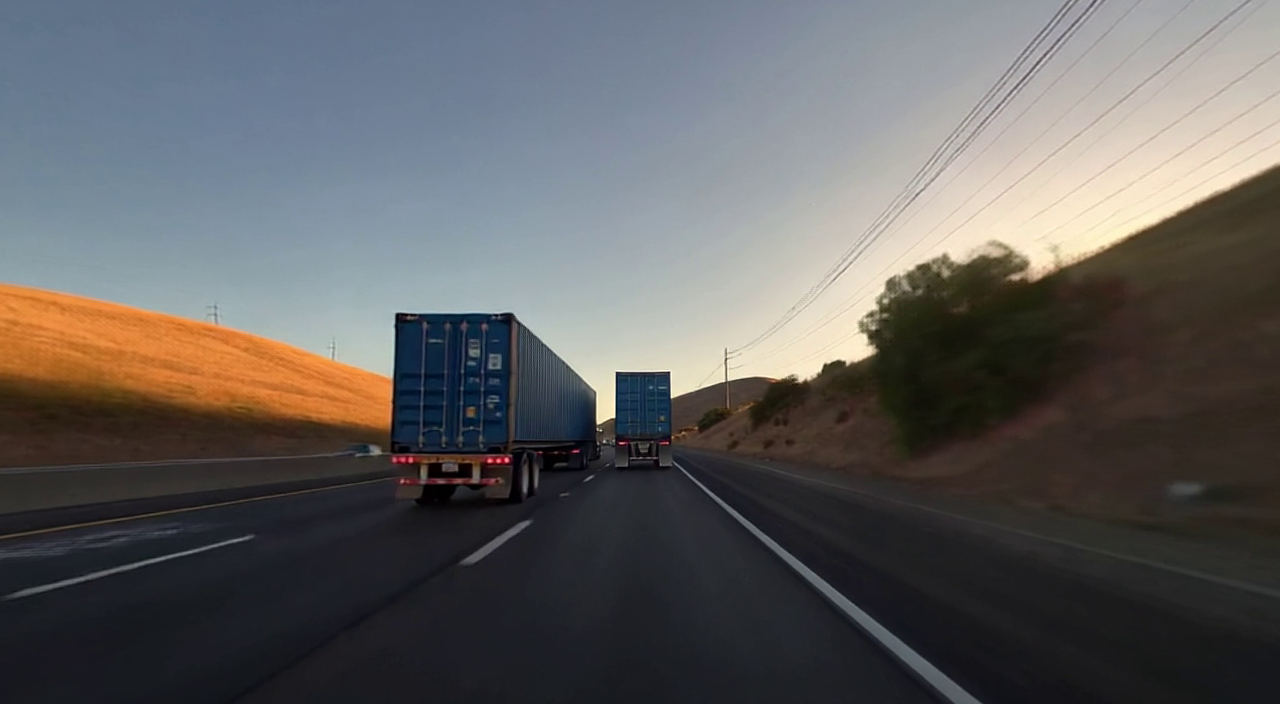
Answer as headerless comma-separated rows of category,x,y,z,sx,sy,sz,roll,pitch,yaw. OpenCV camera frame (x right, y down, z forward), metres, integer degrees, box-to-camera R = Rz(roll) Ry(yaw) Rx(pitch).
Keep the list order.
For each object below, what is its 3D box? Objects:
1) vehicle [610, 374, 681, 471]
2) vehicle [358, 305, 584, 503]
vehicle,0.112,3.812,32.463,3.006,4.120,11.586,0,-8,-1
vehicle,-4.078,2.005,19.836,3.065,4.105,13.706,0,-8,1
